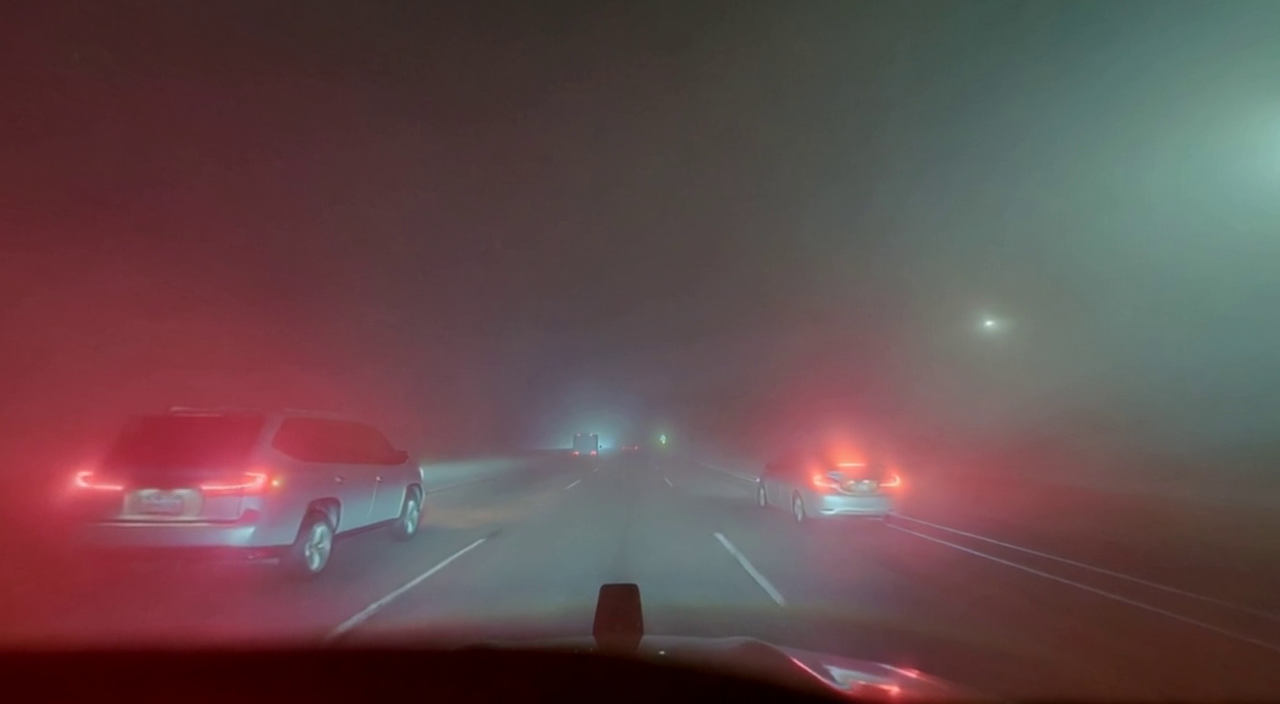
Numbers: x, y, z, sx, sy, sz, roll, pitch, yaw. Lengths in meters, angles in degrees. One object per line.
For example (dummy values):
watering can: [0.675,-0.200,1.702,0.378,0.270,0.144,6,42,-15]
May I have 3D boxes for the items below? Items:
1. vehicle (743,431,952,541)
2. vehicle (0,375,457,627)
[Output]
vehicle: [3.333,2.275,11.377,2.047,1.532,4.884,0,-9,-1]
vehicle: [-4.177,1.520,7.502,2.285,1.853,5.564,0,-9,0]
